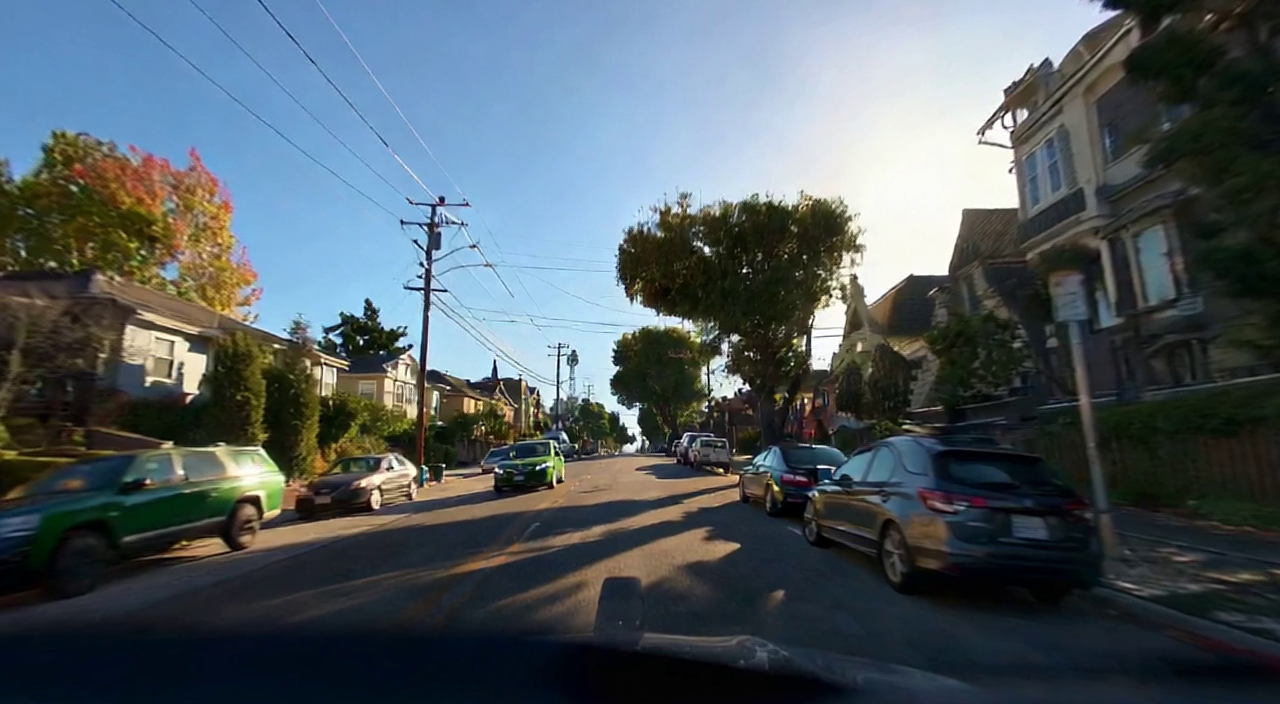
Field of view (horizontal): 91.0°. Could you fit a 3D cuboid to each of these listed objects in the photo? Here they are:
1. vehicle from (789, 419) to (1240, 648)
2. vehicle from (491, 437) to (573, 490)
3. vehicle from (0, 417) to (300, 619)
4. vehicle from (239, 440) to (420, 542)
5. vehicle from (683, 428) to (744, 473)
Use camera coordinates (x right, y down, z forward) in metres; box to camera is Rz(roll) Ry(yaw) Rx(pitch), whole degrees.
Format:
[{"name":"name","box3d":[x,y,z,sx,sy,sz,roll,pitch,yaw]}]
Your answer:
[{"name":"vehicle","box3d":[3.095,1.566,6.551,1.869,1.531,4.383,0,-9,-2]},{"name":"vehicle","box3d":[-3.387,3.570,20.483,1.929,1.535,4.075,0,-9,0]},{"name":"vehicle","box3d":[-6.874,1.821,8.401,2.031,1.845,4.825,0,-5,-1]},{"name":"vehicle","box3d":[-6.807,2.997,14.454,1.936,1.528,4.620,-3,-4,-2]},{"name":"vehicle","box3d":[3.110,4.326,27.686,2.013,1.775,4.570,0,-9,-1]}]
